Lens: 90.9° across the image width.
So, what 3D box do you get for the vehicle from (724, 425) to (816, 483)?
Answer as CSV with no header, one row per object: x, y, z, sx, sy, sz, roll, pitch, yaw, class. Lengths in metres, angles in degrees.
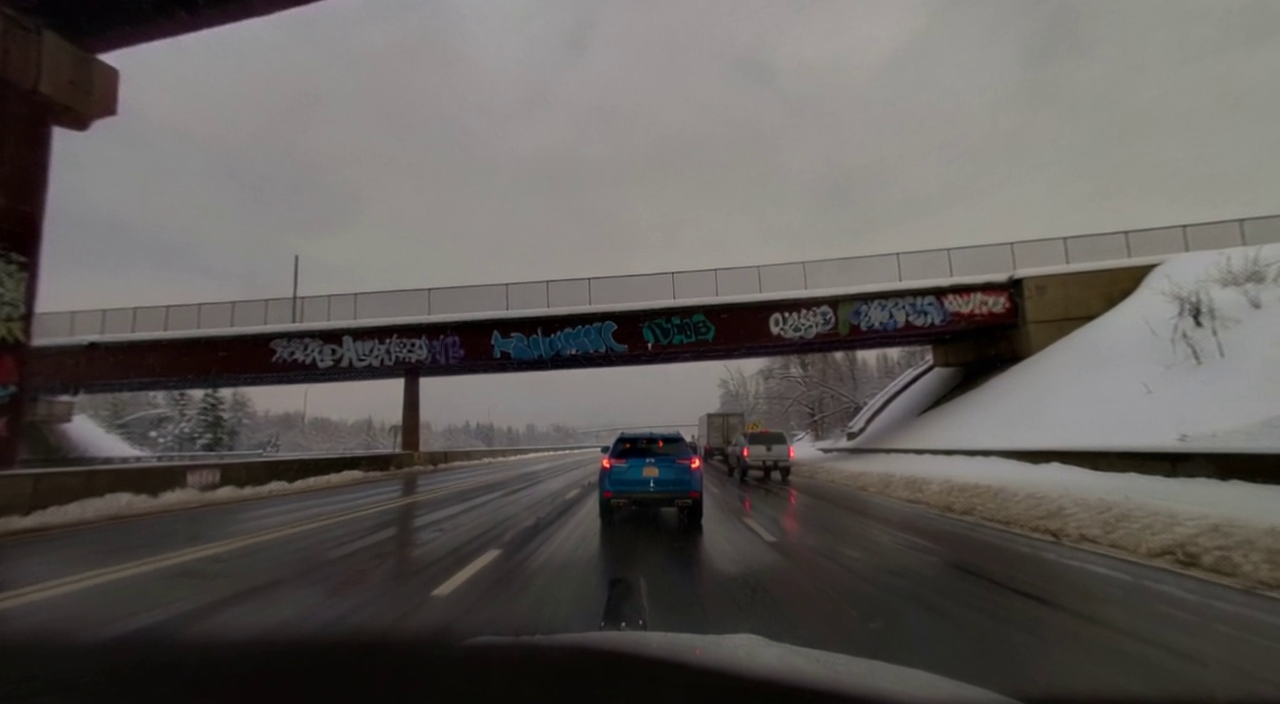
4.725,3.838,24.043,2.311,1.922,5.977,0,-8,1,vehicle

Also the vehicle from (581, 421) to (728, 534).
0.247,2.164,11.423,2.193,1.651,3.946,-1,-8,1,vehicle
